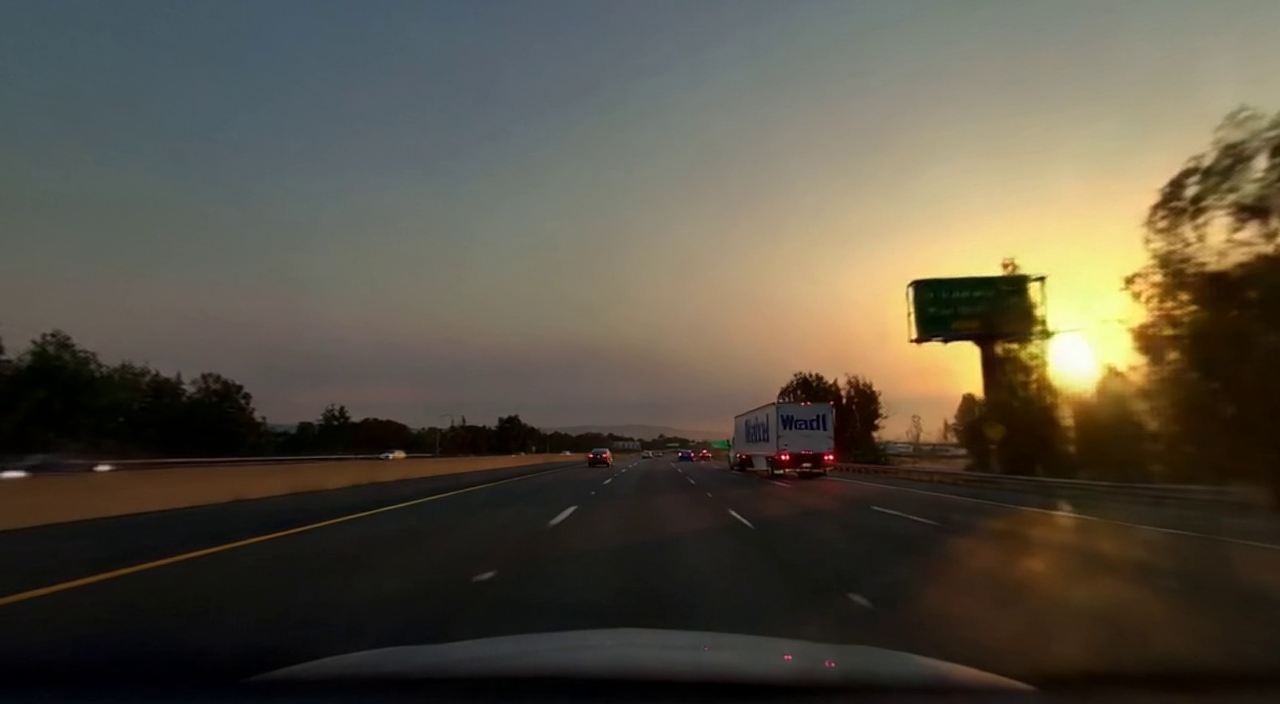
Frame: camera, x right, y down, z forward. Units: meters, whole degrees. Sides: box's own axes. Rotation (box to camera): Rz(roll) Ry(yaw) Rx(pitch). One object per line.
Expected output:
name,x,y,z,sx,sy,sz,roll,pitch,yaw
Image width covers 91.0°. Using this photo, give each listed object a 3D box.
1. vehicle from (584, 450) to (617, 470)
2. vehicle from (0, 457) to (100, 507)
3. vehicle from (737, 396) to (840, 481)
vehicle,-3.052,8.446,49.412,2.164,1.507,4.748,0,-9,1
vehicle,-24.808,5.122,25.090,2.007,1.759,4.906,0,-9,3
vehicle,8.470,5.425,38.654,2.912,4.143,15.538,0,-9,1
